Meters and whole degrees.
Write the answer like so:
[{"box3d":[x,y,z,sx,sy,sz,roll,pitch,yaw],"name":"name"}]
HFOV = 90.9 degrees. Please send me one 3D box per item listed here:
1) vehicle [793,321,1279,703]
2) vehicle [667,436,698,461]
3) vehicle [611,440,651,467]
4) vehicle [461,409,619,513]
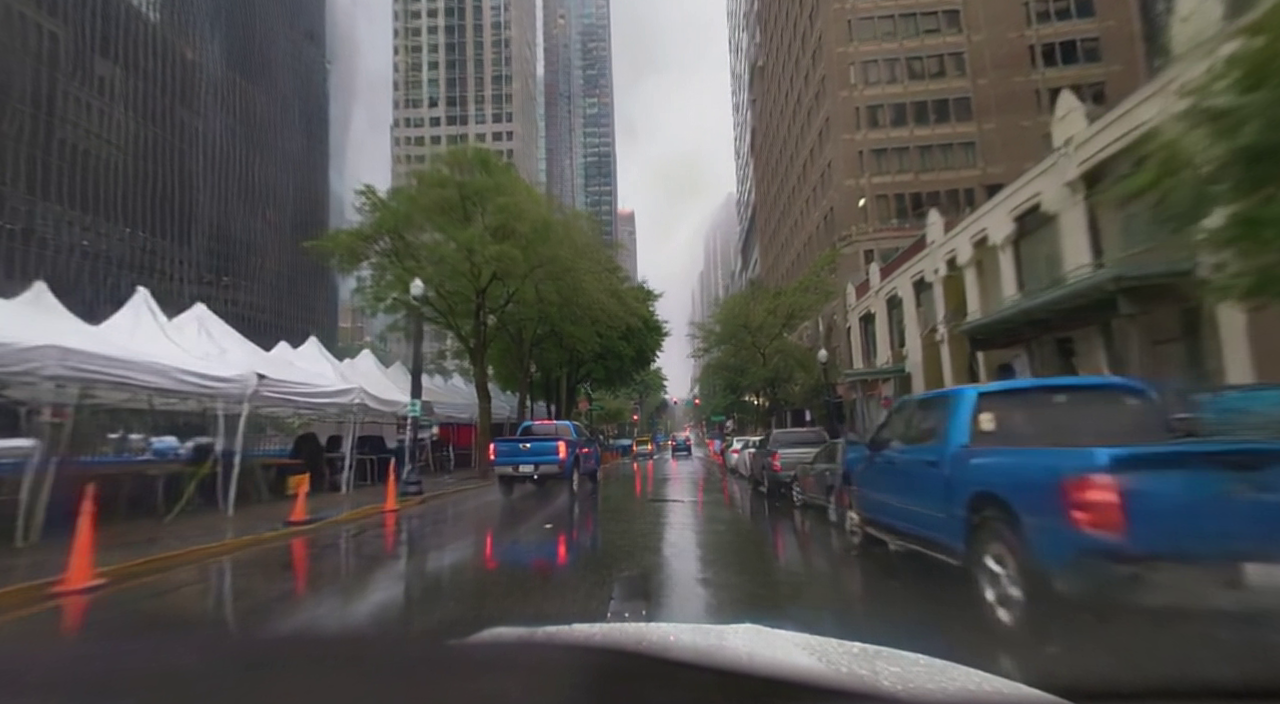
[{"box3d":[2.925,1.075,5.309,2.186,1.800,4.723,0,-8,2],"name":"vehicle"},{"box3d":[3.199,7.301,47.661,2.183,1.784,4.317,-1,-8,4],"name":"vehicle"},{"box3d":[-0.492,6.088,37.974,1.895,1.489,4.328,-1,-8,6],"name":"vehicle"},{"box3d":[-1.995,2.470,14.805,2.452,1.954,5.653,0,-8,4],"name":"vehicle"}]
